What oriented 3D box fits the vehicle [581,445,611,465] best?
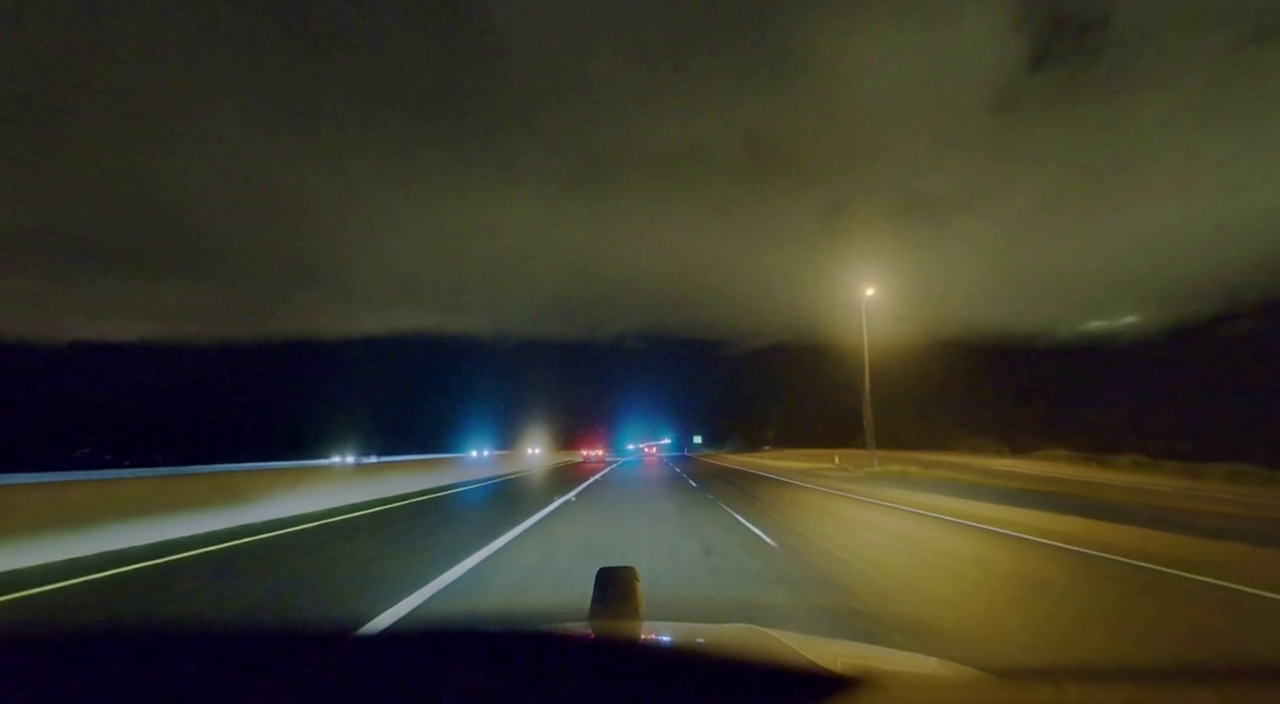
[{"bbox_3d":[-3.409,8.048,49.210,2.001,1.521,3.900,-1,-9,1],"label":"vehicle"}]

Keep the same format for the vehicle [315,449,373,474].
[{"bbox_3d":[-20.172,7.466,43.039,1.775,1.523,4.403,0,-8,1],"label":"vehicle"}]
